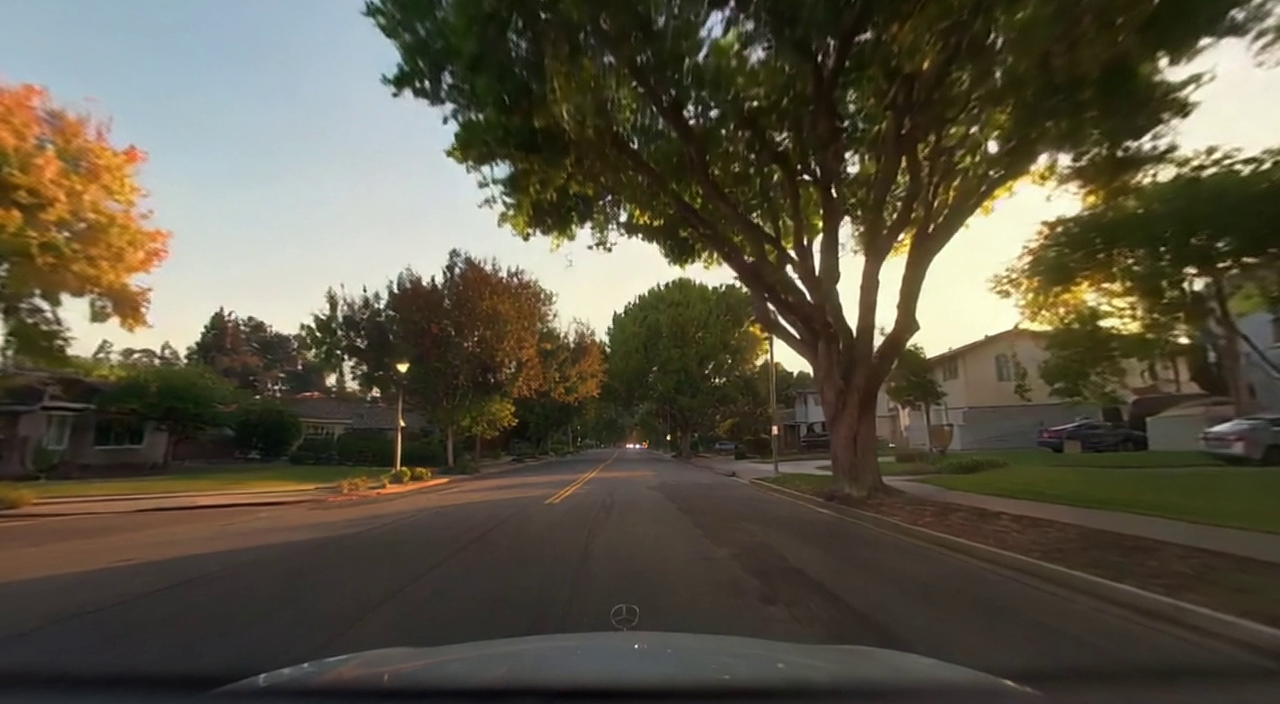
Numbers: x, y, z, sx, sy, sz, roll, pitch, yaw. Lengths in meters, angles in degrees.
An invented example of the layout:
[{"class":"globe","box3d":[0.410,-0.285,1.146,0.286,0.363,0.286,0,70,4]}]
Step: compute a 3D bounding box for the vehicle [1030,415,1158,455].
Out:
[{"class":"vehicle","box3d":[18.849,3.481,26.306,3.730,1.604,2.027,0,-8,2]}]
